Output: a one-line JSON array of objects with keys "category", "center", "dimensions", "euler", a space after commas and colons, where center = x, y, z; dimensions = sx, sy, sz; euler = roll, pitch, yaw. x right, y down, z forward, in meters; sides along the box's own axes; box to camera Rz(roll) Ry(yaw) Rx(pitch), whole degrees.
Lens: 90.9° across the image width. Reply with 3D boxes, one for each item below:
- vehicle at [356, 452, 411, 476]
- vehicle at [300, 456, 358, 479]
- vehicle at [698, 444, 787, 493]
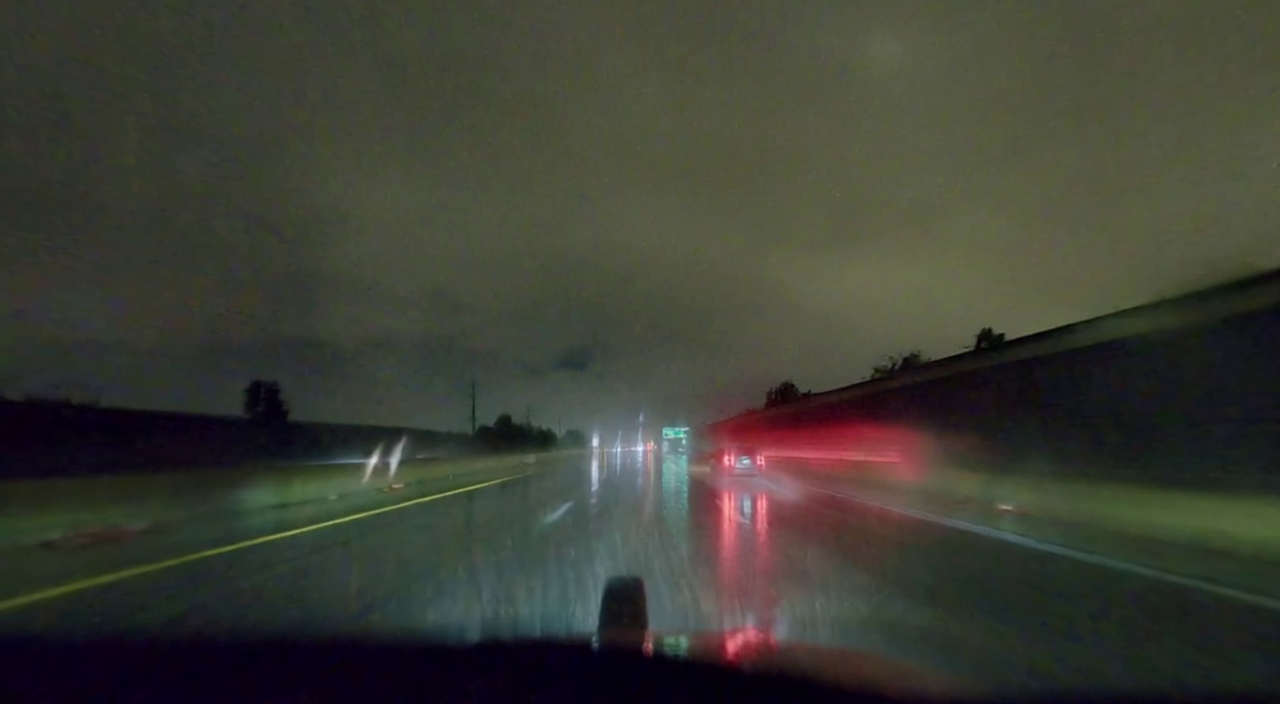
[{"category": "vehicle", "center": [-17.586, 7.665, 43.443], "dimensions": [1.910, 1.465, 4.442], "euler": [0, -8, 1]}, {"category": "vehicle", "center": [-21.263, 7.883, 43.271], "dimensions": [1.764, 1.380, 4.225], "euler": [0, -8, 0]}, {"category": "vehicle", "center": [3.354, 3.906, 21.641], "dimensions": [2.193, 1.462, 4.533], "euler": [0, -8, -1]}]
